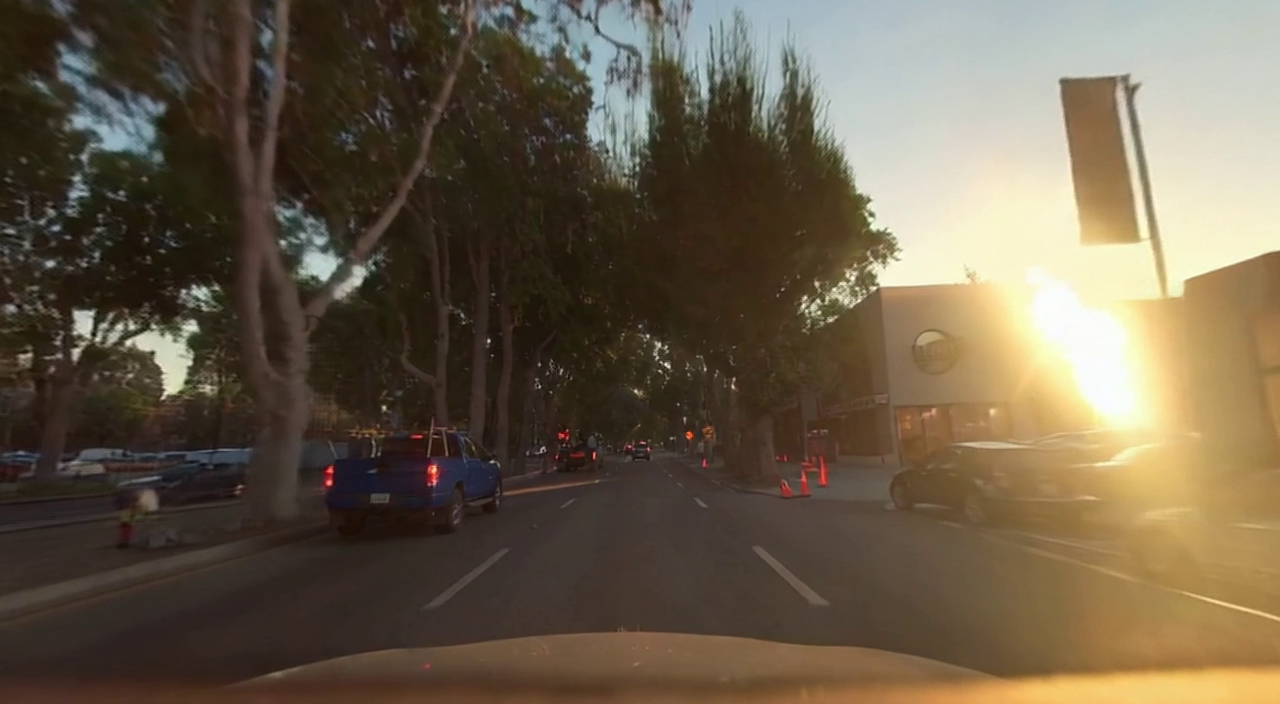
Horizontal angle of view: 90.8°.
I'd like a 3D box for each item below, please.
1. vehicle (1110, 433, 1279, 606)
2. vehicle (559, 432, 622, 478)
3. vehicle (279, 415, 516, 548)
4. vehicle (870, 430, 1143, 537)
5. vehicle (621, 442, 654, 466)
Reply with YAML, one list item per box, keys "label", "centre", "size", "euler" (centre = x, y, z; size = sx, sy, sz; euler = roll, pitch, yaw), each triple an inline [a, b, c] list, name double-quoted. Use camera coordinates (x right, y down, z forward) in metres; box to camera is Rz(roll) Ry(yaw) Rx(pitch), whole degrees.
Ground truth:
- label: "vehicle"
  centre: [6.695, 1.386, 4.963]
  size: [2.012, 1.523, 5.204]
  euler: [0, -9, 0]
- label: "vehicle"
  centre: [-2.322, 5.094, 31.546]
  size: [2.424, 2.063, 5.678]
  euler: [-1, -9, 3]
- label: "vehicle"
  centre: [-3.719, 2.085, 10.823]
  size: [2.327, 1.775, 4.430]
  euler: [0, -9, -1]
- label: "vehicle"
  centre: [6.652, 2.419, 12.367]
  size: [2.126, 1.642, 4.888]
  euler: [0, -9, -4]
- label: "vehicle"
  centre: [-0.227, 7.866, 48.871]
  size: [2.413, 1.748, 4.406]
  euler: [0, -8, -1]
